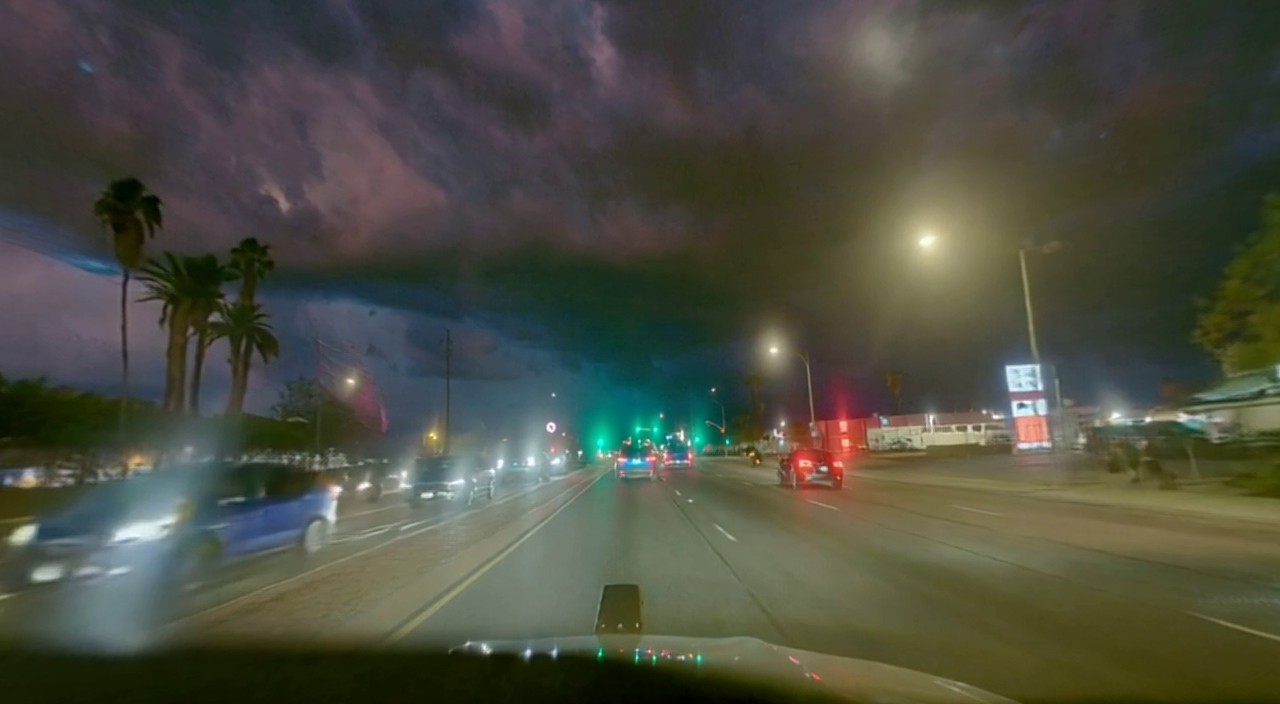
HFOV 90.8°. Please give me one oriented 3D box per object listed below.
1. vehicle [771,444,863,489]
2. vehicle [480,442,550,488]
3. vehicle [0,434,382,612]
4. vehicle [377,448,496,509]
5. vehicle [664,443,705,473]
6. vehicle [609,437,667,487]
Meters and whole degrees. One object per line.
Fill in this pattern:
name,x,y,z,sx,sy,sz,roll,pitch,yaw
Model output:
vehicle,6.275,4.093,22.938,1.944,1.447,4.309,0,-8,-2
vehicle,-5.247,4.780,27.192,2.160,1.769,4.494,0,-8,-1
vehicle,-5.082,1.828,7.713,2.036,1.541,4.107,-1,-8,1
vehicle,-5.656,3.538,18.233,2.017,1.463,4.384,-2,-8,0
vehicle,2.663,6.474,39.006,2.112,1.710,4.234,0,-8,-1
vehicle,-0.122,4.360,25.373,2.151,1.787,4.109,0,-8,-1
